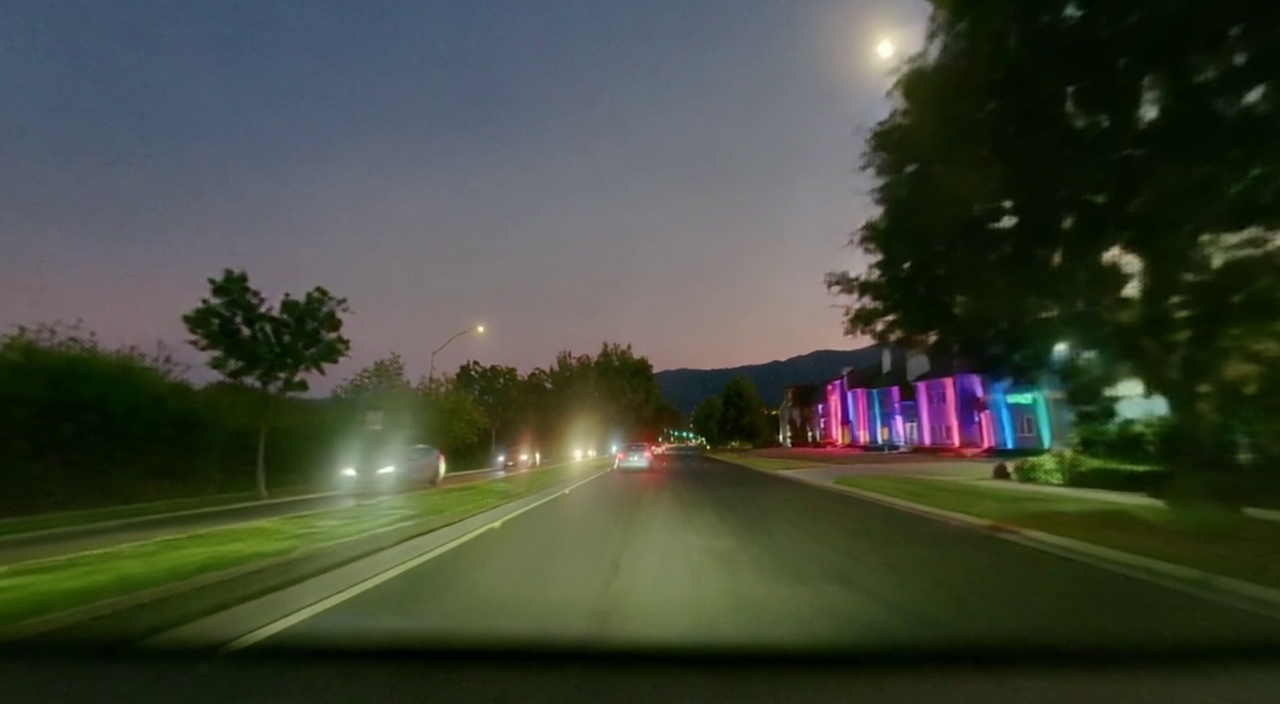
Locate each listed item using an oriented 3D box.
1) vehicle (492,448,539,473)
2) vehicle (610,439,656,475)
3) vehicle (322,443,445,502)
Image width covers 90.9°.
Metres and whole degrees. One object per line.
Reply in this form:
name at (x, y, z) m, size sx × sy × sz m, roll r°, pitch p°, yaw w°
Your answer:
vehicle at (-8.105, 7.075, 41.437) m, size 1.935 × 1.522 × 4.348 m, roll 0°, pitch -8°, yaw 4°
vehicle at (-0.253, 5.291, 32.058) m, size 2.129 × 1.713 × 4.314 m, roll 0°, pitch -8°, yaw 2°
vehicle at (-8.545, 4.023, 21.550) m, size 2.093 × 1.772 × 4.478 m, roll 0°, pitch -8°, yaw 3°
